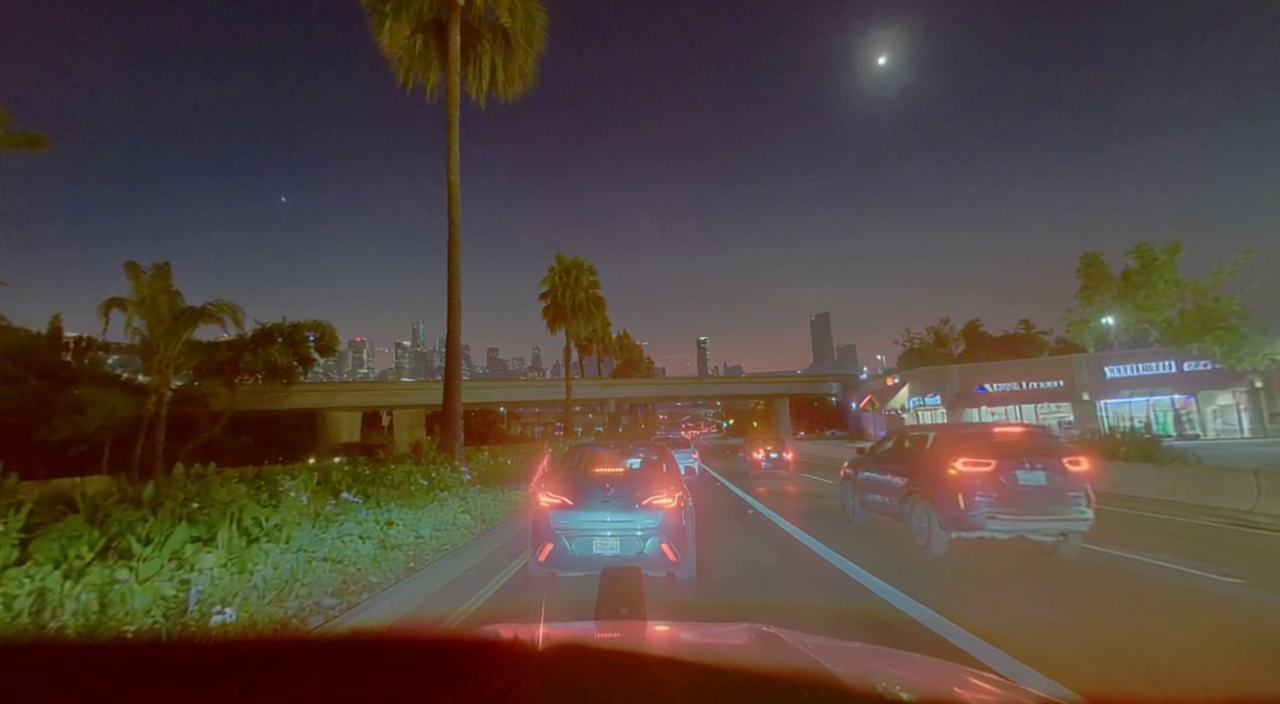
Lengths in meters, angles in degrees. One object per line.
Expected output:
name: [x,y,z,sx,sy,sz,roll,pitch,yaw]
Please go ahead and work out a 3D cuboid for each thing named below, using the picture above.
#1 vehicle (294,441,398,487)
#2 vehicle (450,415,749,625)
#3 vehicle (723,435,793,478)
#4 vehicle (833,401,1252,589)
vehicle: [-11.854,4.516,25.706,2.084,1.704,4.485,0,-9,-1]
vehicle: [-0.242,1.524,6.642,2.172,1.506,4.018,0,-9,2]
vehicle: [4.566,4.120,24.951,2.034,1.517,4.840,0,-9,2]
vehicle: [4.220,1.588,7.889,2.149,1.609,4.807,0,-9,2]
